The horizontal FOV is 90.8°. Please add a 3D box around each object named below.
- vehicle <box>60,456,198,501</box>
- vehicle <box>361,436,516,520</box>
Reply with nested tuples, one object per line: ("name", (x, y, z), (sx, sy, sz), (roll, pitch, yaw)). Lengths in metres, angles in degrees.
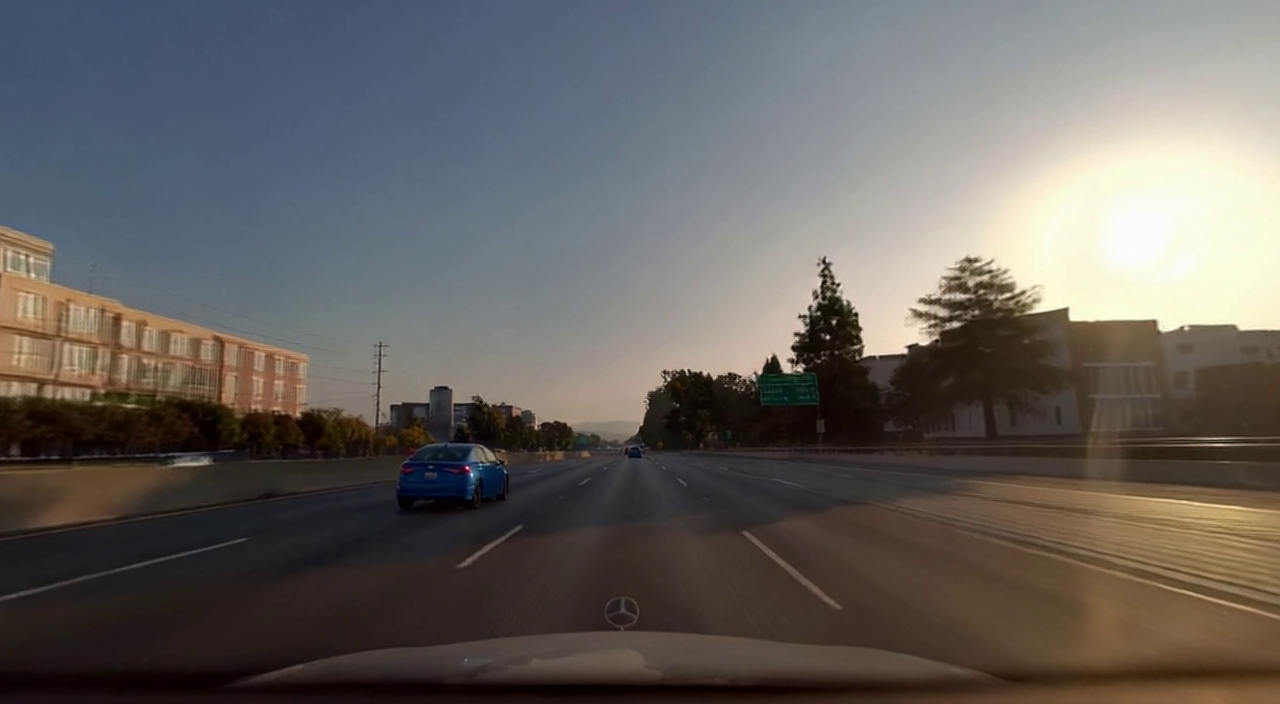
("vehicle", (-21.230, 5.225, 26.552), (1.858, 1.615, 4.735), (-1, -9, 0))
("vehicle", (-4.101, 2.636, 13.757), (1.900, 1.492, 4.495), (-1, -9, 0))
